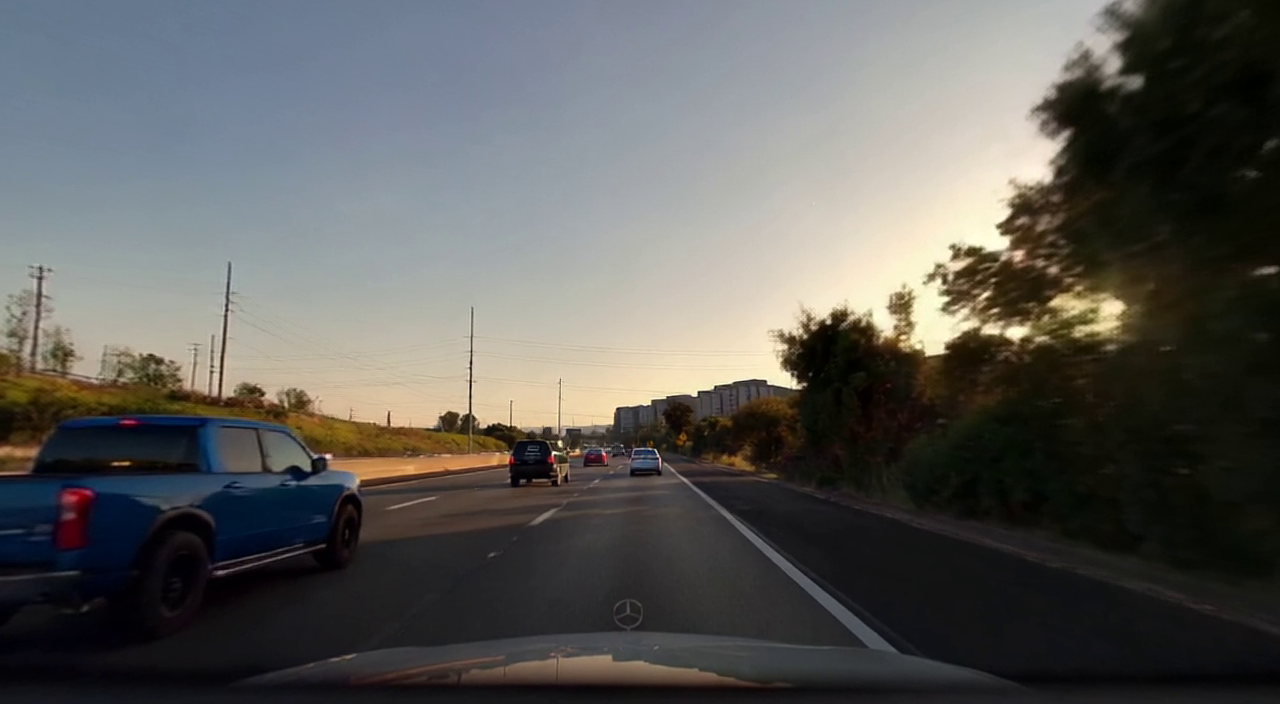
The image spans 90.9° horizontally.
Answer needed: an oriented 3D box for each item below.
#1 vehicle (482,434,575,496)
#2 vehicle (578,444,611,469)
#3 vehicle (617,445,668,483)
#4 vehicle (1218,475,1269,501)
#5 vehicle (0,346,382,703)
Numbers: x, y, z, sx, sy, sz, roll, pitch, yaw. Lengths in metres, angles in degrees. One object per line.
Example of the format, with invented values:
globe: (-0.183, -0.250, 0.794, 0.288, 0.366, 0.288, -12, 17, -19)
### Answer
vehicle: (-3.512, 3.661, 20.888, 2.133, 1.789, 4.518, -1, -8, 2)
vehicle: (-3.310, 7.680, 46.457, 1.993, 1.717, 4.321, -1, -8, 2)
vehicle: (0.081, 4.754, 27.137, 2.047, 1.473, 3.978, 0, -8, 0)
vehicle: (39.777, 8.913, 41.524, 4.203, 1.418, 1.942, 8, -12, -42)
vehicle: (-4.216, 1.176, 4.851, 2.198, 1.848, 5.346, 0, -8, 0)
